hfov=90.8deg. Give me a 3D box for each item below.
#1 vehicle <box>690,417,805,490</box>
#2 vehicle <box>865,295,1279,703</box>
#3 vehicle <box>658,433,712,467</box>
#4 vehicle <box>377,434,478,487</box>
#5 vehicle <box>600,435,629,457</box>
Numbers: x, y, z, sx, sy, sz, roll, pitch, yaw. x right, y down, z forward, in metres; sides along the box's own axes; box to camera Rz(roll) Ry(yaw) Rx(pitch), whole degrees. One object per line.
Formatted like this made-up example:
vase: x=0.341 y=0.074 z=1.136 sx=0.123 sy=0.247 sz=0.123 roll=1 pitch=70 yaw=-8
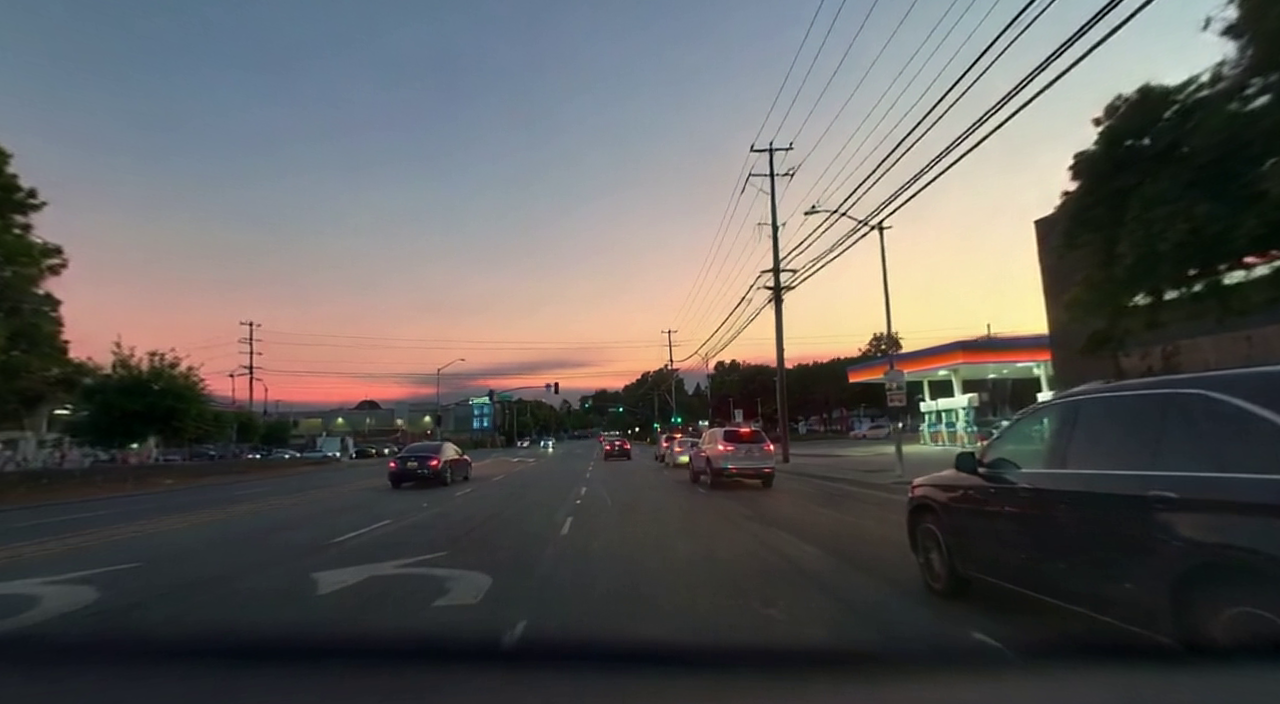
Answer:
vehicle: x=2.942 y=2.952 z=18.623 sx=2.124 sy=1.824 sz=4.973 roll=0 pitch=-8 yaw=-5
vehicle: x=3.628 y=0.860 z=3.519 sx=2.582 sy=1.810 sz=5.315 roll=0 pitch=-8 yaw=-2
vehicle: x=2.073 y=4.692 z=30.394 sx=1.945 sy=1.470 sz=4.363 roll=0 pitch=-8 yaw=-5
vehicle: x=-6.656 y=3.419 z=20.298 sx=2.075 sy=1.470 sz=4.190 roll=0 pitch=-8 yaw=-5
vehicle: x=-1.905 y=6.858 z=46.088 sx=2.065 sy=1.484 sz=3.894 roll=0 pitch=-8 yaw=-4
